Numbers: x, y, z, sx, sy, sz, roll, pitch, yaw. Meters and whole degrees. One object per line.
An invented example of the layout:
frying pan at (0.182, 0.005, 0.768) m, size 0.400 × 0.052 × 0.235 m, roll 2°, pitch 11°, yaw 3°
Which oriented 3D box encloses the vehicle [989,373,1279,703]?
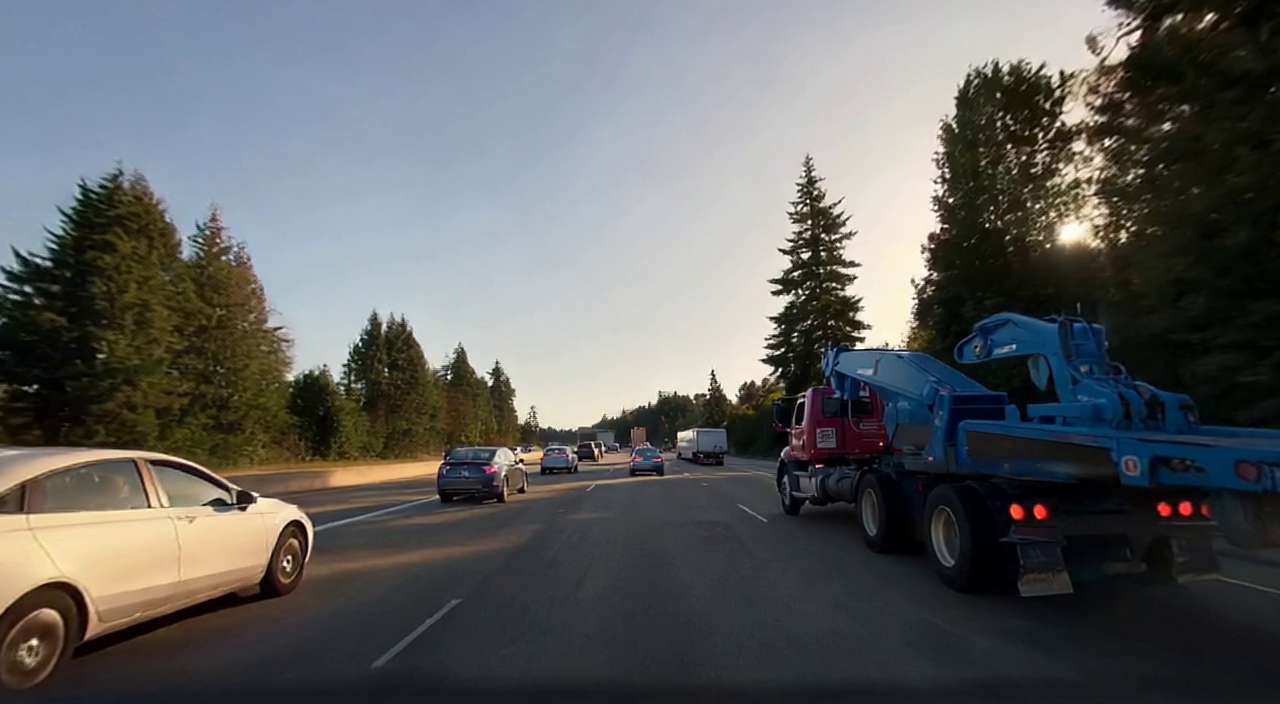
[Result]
vehicle at (4.105, 0.812, 2.094) m, size 2.599 × 1.631 × 5.693 m, roll 0°, pitch -9°, yaw 0°

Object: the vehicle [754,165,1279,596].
vehicle at (3.996, 0.800, 9.437) m, size 2.975 × 3.618 × 8.456 m, roll 0°, pitch -9°, yaw 0°

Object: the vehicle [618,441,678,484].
vehicle at (0.262, 4.229, 24.245) m, size 2.150 × 1.498 × 3.988 m, roll 0°, pitch -9°, yaw -1°

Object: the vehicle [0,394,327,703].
vehicle at (-4.153, 1.166, 4.163) m, size 1.978 × 1.556 × 4.119 m, roll 0°, pitch -9°, yaw 0°

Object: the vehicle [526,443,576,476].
vehicle at (-4.378, 5.359, 31.455) m, size 1.858 × 1.527 × 3.974 m, roll 0°, pitch -9°, yaw 1°

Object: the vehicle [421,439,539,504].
vehicle at (-4.128, 3.172, 17.098) m, size 1.880 × 1.507 × 4.757 m, roll -1°, pitch -9°, yaw 1°

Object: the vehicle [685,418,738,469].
vehicle at (4.352, 5.769, 39.325) m, size 2.416 × 2.829 × 7.016 m, roll 0°, pitch -9°, yaw -1°
